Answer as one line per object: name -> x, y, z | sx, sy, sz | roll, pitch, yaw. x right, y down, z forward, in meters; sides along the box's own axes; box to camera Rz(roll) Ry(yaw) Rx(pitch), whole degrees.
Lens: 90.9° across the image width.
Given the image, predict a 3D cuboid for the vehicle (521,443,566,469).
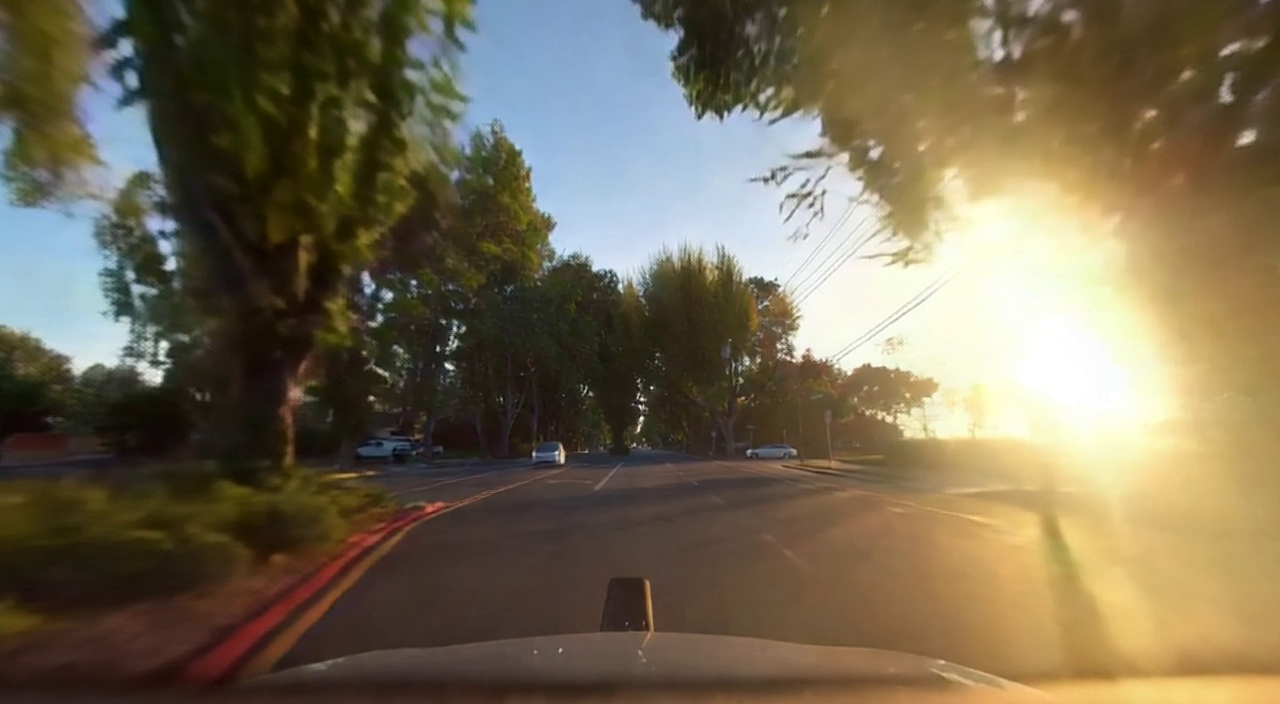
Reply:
vehicle -> -6.253, 6.794, 41.518 | 2.163, 1.588, 4.509 | -1, -8, 1
